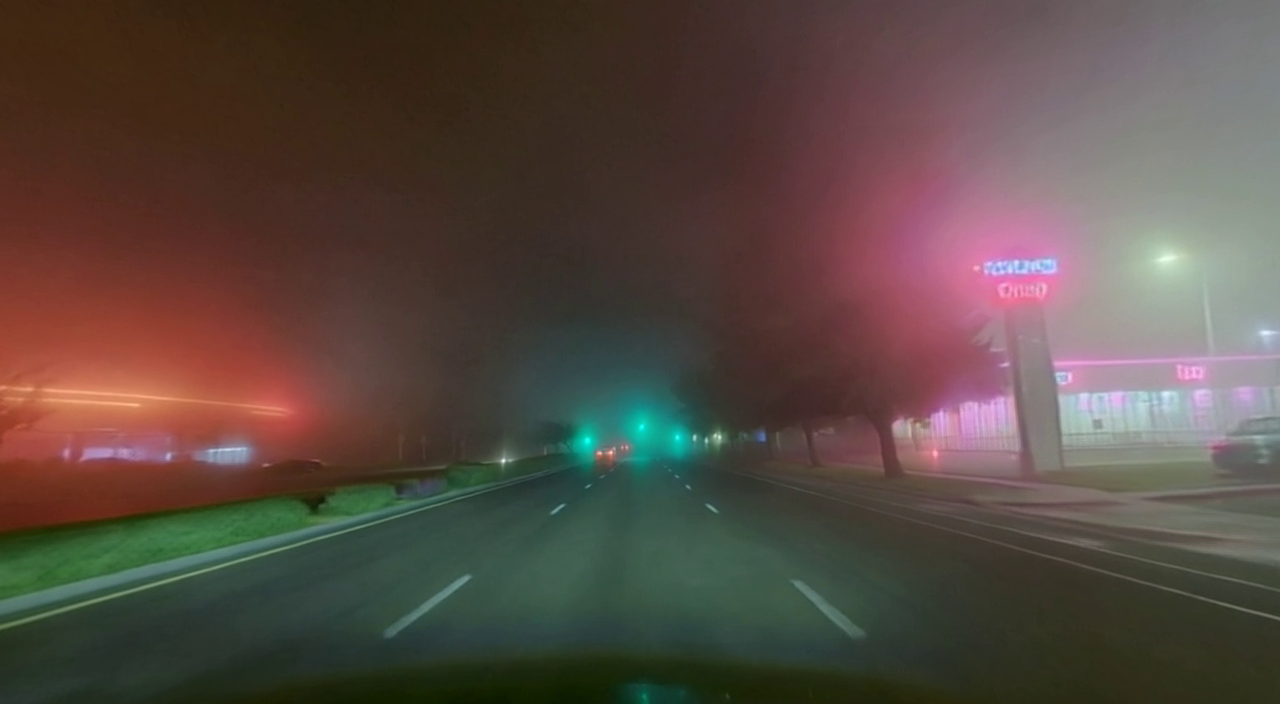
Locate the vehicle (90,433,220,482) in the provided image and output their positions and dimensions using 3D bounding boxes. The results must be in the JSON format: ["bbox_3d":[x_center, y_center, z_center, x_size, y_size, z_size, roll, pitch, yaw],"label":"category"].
[{"bbox_3d":[-29.590,6.420,38.606,5.890,2.815,2.228,0,-8,-2],"label":"vehicle"}]

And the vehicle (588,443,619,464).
[{"bbox_3d":[-2.774,7.814,48.685,2.082,1.460,4.442,0,-8,1],"label":"vehicle"}]
